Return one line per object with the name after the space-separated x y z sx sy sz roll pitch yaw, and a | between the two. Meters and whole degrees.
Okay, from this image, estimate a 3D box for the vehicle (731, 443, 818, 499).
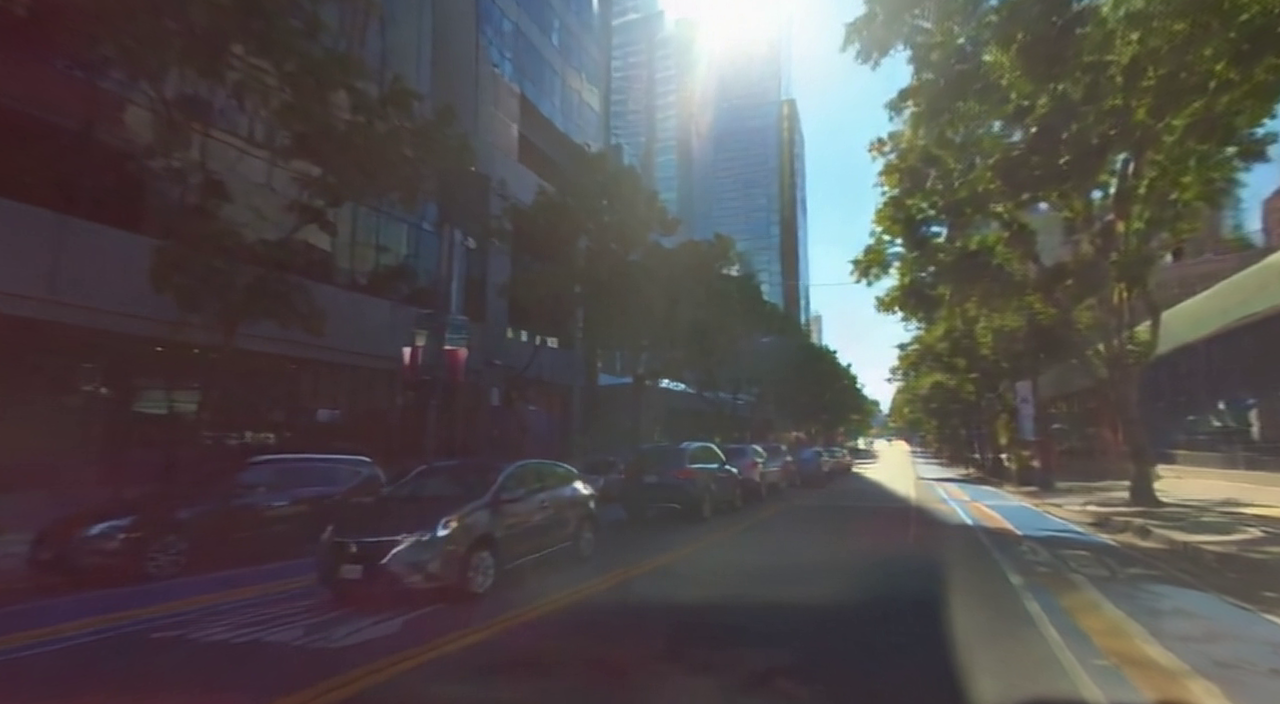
5.127 4.367 23.619 2.225 1.848 4.472 -4 -10 24 | vehicle

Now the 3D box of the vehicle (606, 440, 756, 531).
1.175 3.116 15.275 2.173 1.814 4.573 -5 -10 22 | vehicle

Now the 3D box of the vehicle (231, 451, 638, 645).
-1.934 2.030 7.861 2.017 1.558 4.888 -4 -10 23 | vehicle

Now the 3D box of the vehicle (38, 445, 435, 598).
-6.972 2.996 12.149 2.348 2.086 6.107 -9 -12 21 | vehicle
